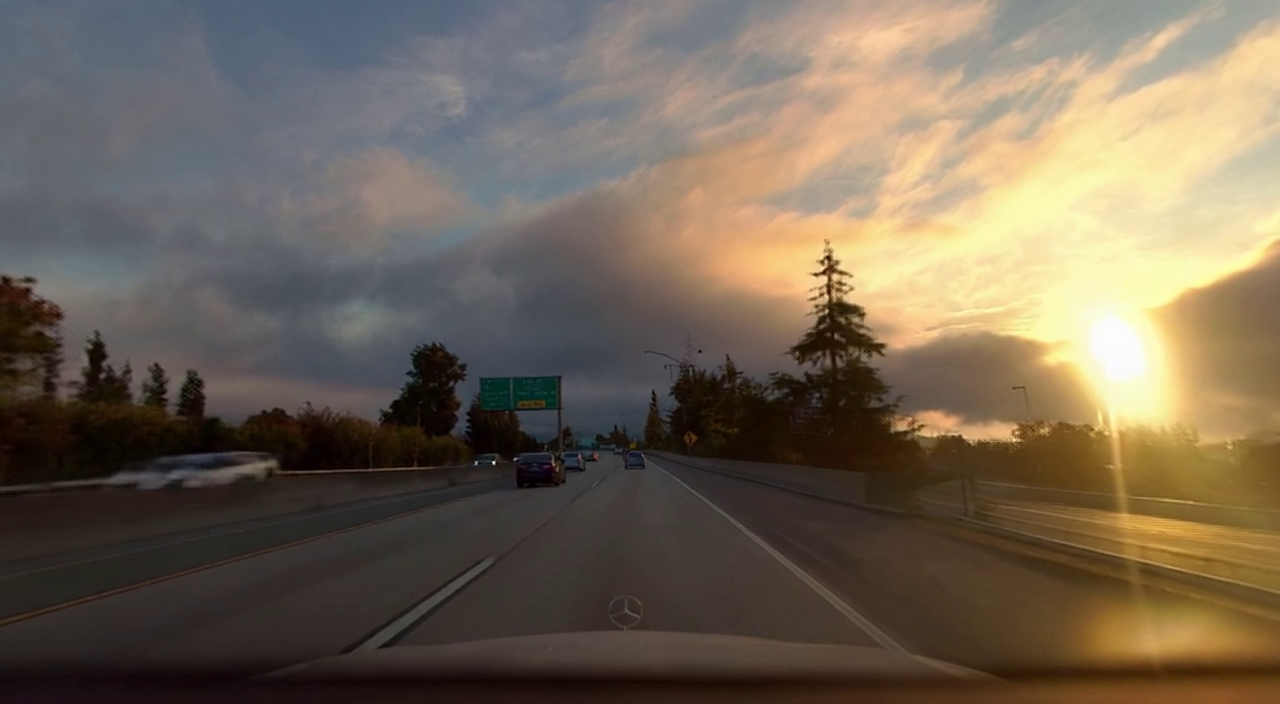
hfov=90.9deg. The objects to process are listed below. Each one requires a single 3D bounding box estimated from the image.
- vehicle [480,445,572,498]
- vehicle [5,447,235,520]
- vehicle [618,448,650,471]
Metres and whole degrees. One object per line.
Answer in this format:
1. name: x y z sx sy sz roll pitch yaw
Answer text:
1. vehicle: -3.524 3.766 20.429 2.067 1.509 4.551 0 -8 1
2. vehicle: -13.657 3.420 17.106 2.105 1.676 4.777 0 -8 0
3. vehicle: -0.451 7.373 43.572 2.100 1.471 3.956 0 -8 -1
